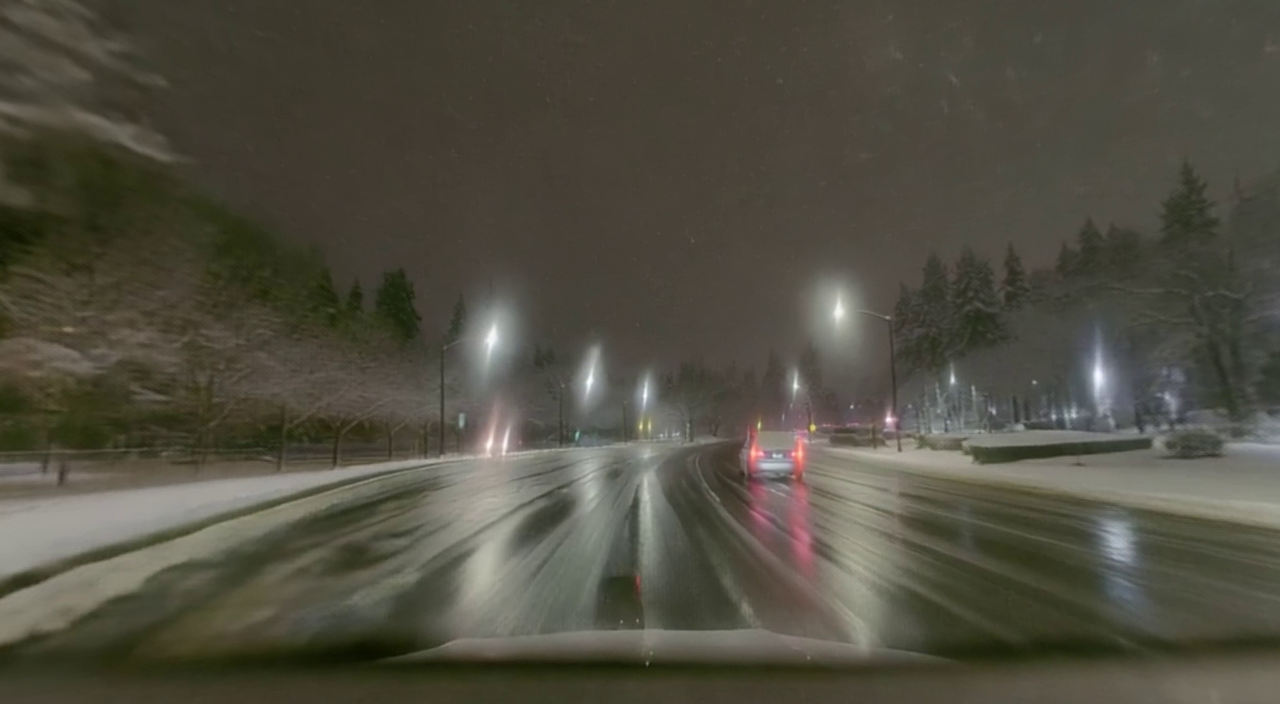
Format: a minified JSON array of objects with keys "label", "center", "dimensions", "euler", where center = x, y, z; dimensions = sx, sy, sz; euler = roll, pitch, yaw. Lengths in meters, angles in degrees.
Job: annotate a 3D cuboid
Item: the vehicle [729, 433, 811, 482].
[{"label":"vehicle","center":[4.199,3.501,21.210],"dimensions":[1.928,1.481,4.453],"euler":[0,-9,2]}]
